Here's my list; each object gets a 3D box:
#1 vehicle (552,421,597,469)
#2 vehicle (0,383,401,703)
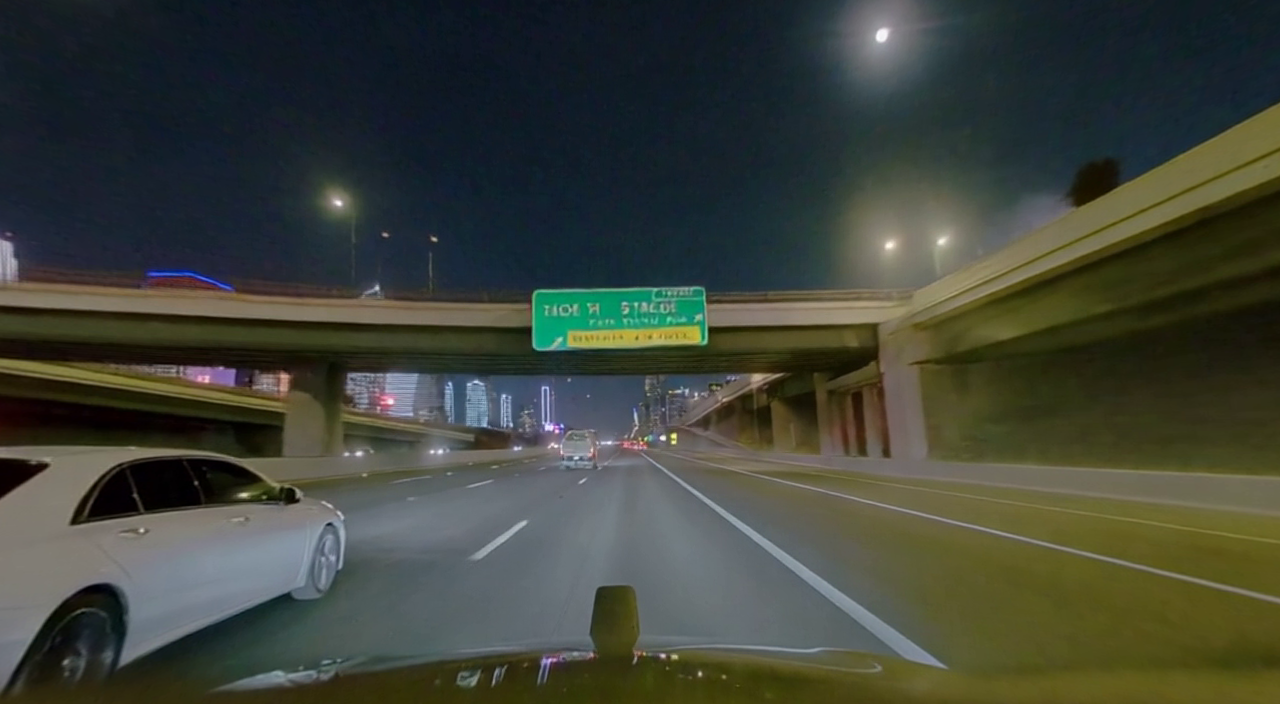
[{"bbox_3d":[-4.221,6.193,42.162,2.364,2.953,6.732,0,-8,-1],"label":"vehicle"},{"bbox_3d":[-3.574,1.190,4.413,2.025,1.556,4.594,0,-8,0],"label":"vehicle"}]
